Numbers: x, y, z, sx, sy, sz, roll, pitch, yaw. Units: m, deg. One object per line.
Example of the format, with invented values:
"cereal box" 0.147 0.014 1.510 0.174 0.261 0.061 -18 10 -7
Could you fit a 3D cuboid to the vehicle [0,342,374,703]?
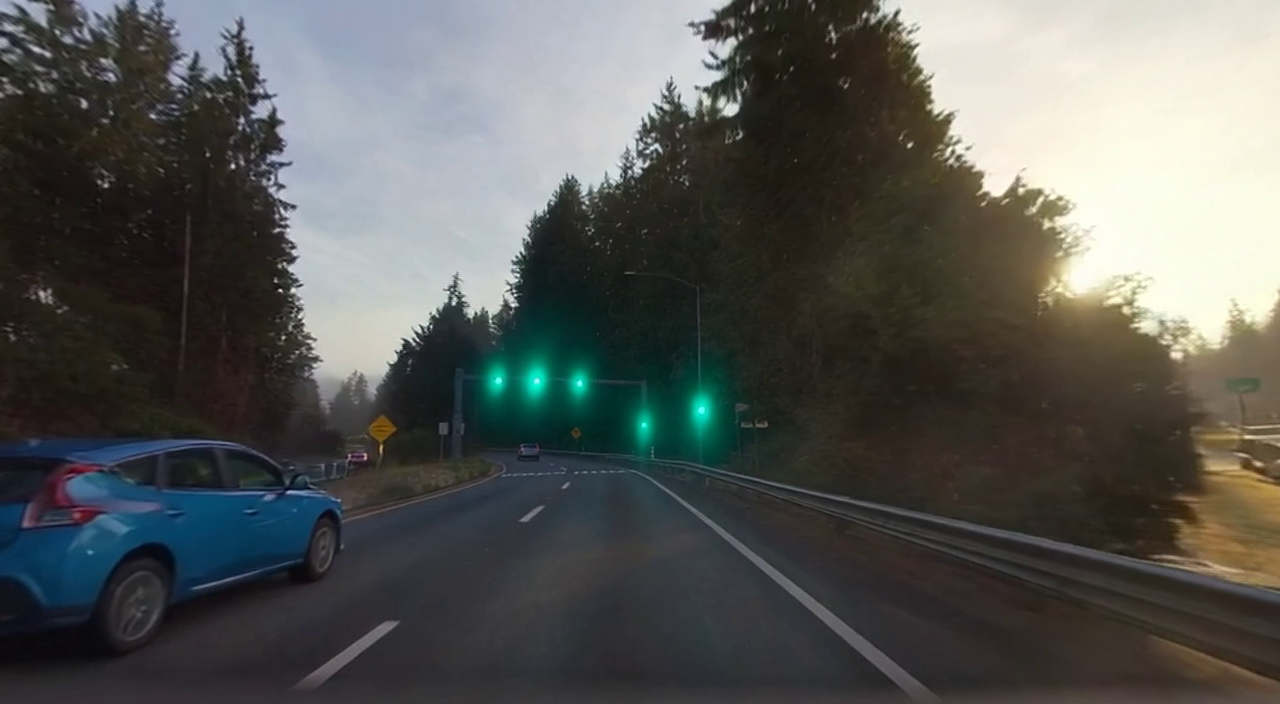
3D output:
"vehicle" -4.204 1.153 4.715 2.336 1.857 4.986 0 -8 -1
